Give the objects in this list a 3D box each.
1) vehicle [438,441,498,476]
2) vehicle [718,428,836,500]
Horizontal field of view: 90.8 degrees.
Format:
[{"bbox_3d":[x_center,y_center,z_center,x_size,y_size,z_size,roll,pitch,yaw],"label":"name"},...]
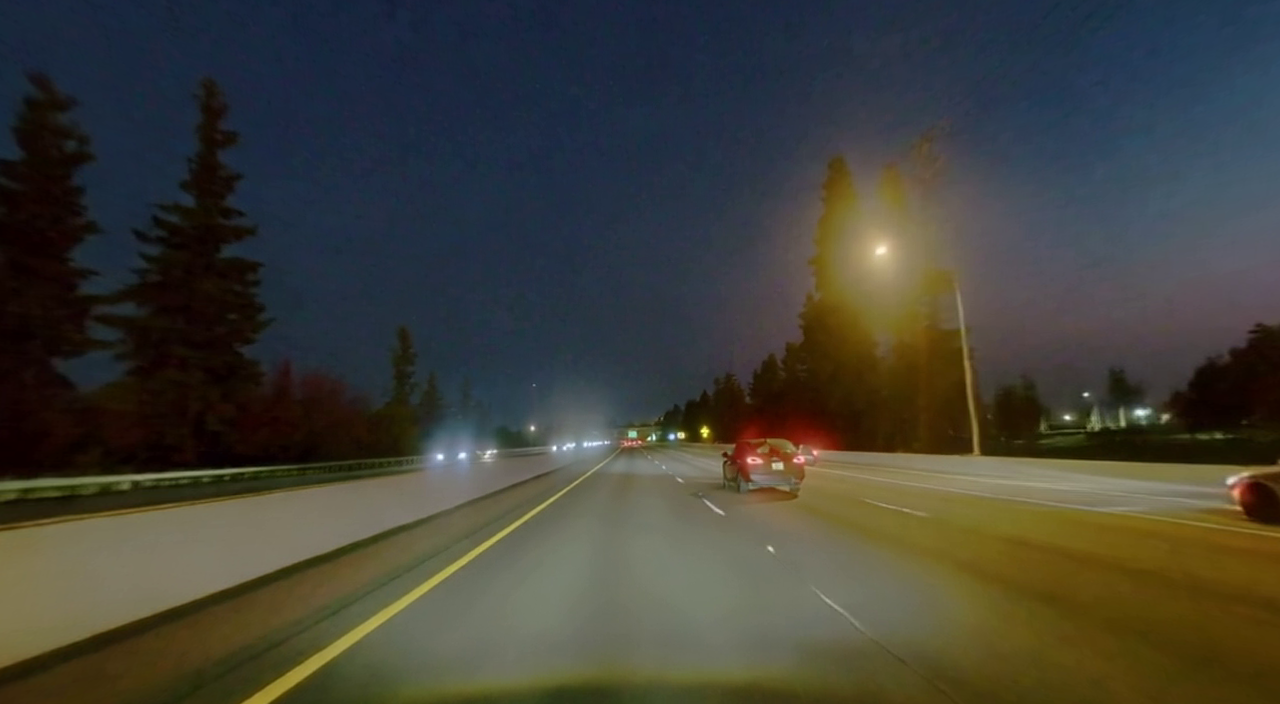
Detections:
[{"bbox_3d":[-8.078,4.997,30.038,1.787,1.527,3.878,0,-8,0],"label":"vehicle"},{"bbox_3d":[3.366,2.844,16.401,2.018,1.600,4.121,0,-9,-2],"label":"vehicle"}]
